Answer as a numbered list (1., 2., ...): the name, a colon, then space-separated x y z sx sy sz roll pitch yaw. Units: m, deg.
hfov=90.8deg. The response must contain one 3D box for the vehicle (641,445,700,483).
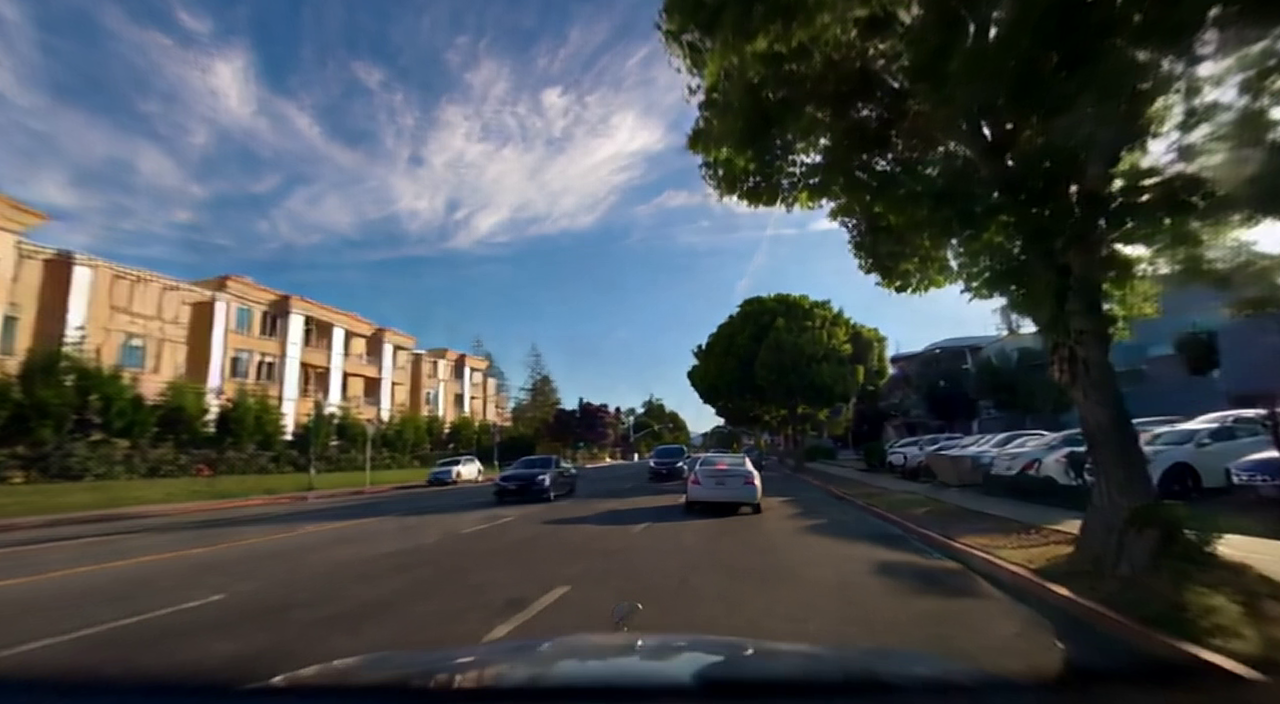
1. vehicle: 1.596 5.475 31.323 2.294 1.695 4.792 -2 -9 10

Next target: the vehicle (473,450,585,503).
1. vehicle: -3.459 4.003 20.798 2.170 1.465 4.648 -2 -9 10

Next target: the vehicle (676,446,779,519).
1. vehicle: 2.169 3.057 15.429 2.116 1.479 4.358 -2 -9 9

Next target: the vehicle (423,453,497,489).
1. vehicle: -9.222 6.113 32.702 1.982 1.445 4.458 -7 -9 7
